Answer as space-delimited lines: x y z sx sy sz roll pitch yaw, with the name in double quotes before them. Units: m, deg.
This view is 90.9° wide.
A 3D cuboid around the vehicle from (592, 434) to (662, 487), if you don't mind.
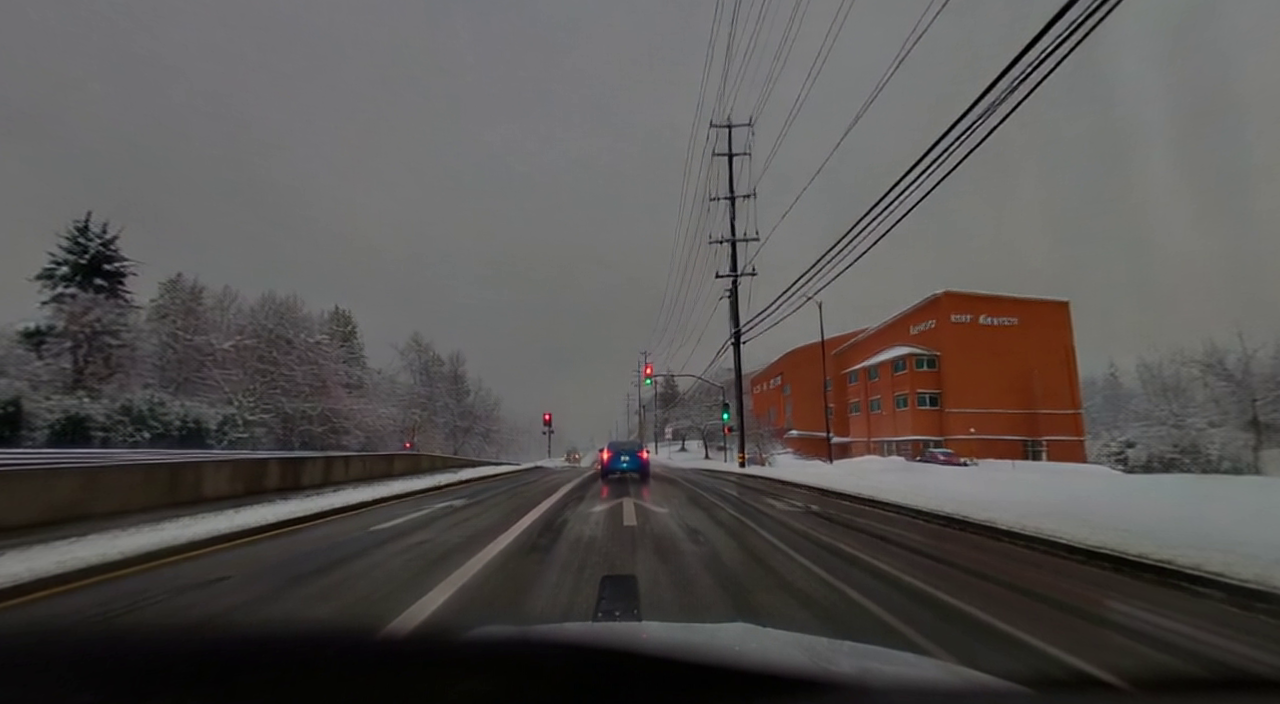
"vehicle" -0.440 3.542 20.978 2.123 1.566 3.662 0 -8 -1
